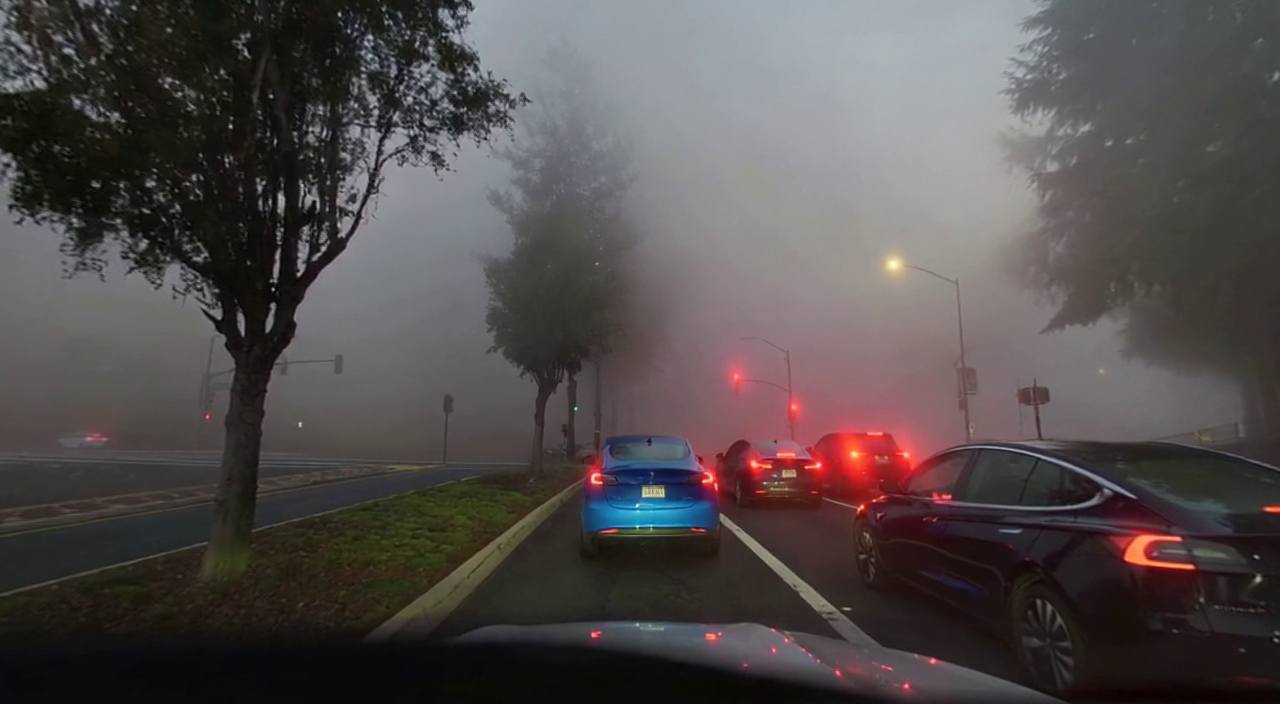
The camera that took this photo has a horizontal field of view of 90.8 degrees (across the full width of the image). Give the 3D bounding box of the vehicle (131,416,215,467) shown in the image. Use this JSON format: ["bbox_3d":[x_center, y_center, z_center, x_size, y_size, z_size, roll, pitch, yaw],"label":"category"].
[{"bbox_3d":[-29.253,5.618,39.703,2.608,2.990,3.026,2,-8,3],"label":"vehicle"}]

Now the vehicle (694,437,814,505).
[{"bbox_3d":[2.692,2.931,16.026,2.058,1.466,4.208,0,-8,-3],"label":"vehicle"}]

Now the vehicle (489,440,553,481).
[{"bbox_3d":[-4.639,4.283,25.241,1.972,1.457,4.171,0,-8,-4],"label":"vehicle"}]

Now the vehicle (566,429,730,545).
[{"bbox_3d":[0.026,2.081,10.461,2.147,1.499,4.240,0,-8,-2],"label":"vehicle"}]

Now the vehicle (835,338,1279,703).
[{"bbox_3d":[3.179,1.106,4.304,2.167,1.676,4.443,0,-8,-1],"label":"vehicle"}]
